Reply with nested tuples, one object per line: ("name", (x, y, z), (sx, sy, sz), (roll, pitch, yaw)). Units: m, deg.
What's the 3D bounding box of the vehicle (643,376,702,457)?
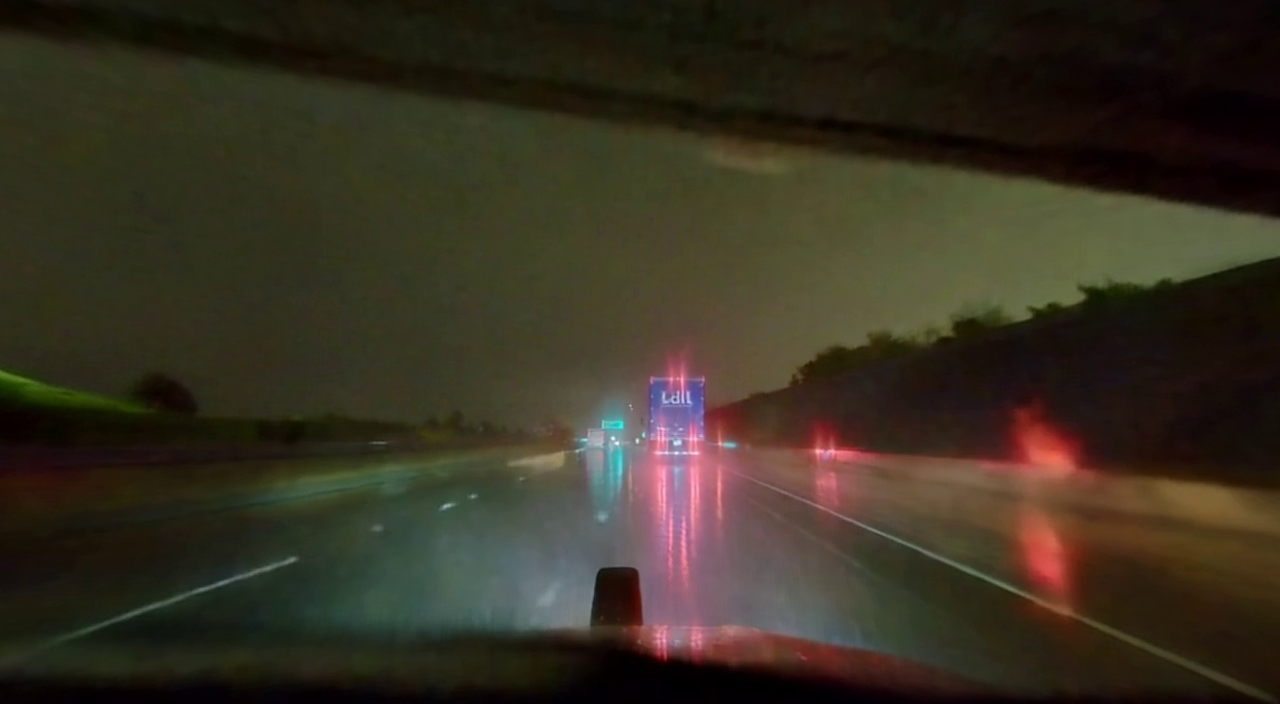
("vehicle", (1.796, 4.331, 40.090), (3.034, 4.194, 14.704), (0, -8, 1))
